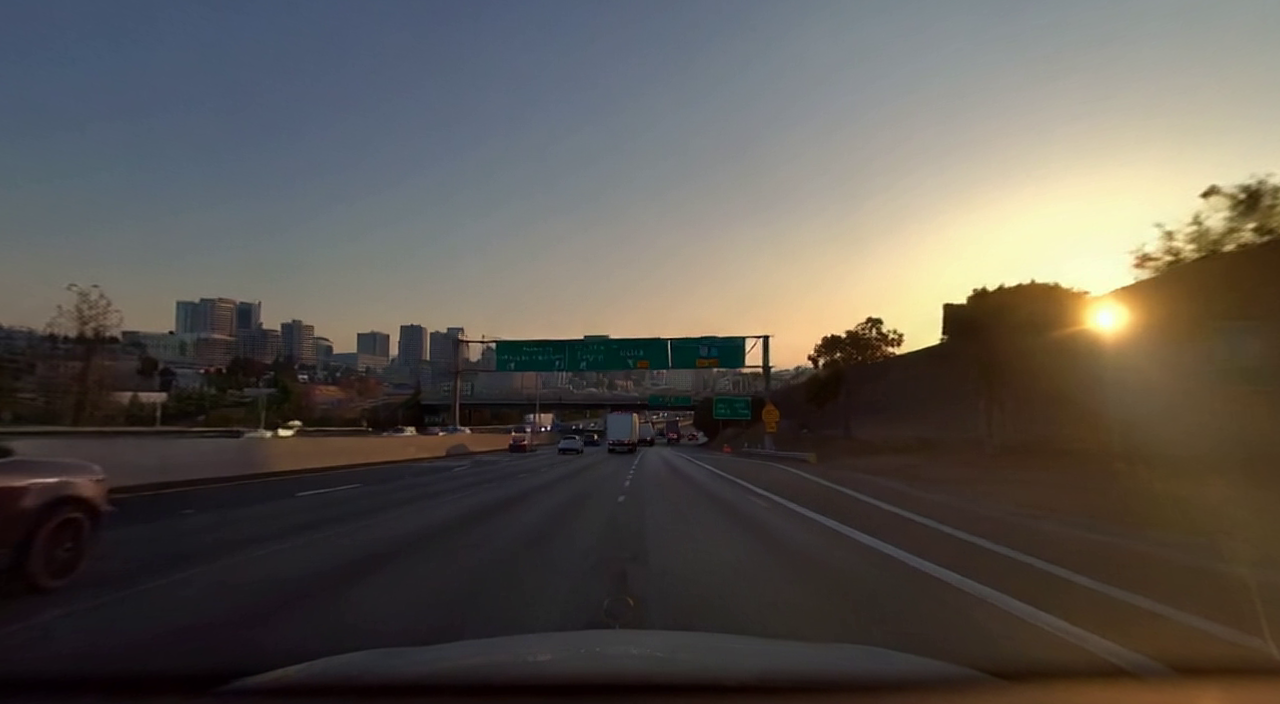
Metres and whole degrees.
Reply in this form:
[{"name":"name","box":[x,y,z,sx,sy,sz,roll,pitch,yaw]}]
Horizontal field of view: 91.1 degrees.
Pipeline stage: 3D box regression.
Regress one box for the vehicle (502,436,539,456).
[{"name":"vehicle","box":[-9.189,7.259,48.754,1.976,1.413,4.088,0,-8,2]}]
